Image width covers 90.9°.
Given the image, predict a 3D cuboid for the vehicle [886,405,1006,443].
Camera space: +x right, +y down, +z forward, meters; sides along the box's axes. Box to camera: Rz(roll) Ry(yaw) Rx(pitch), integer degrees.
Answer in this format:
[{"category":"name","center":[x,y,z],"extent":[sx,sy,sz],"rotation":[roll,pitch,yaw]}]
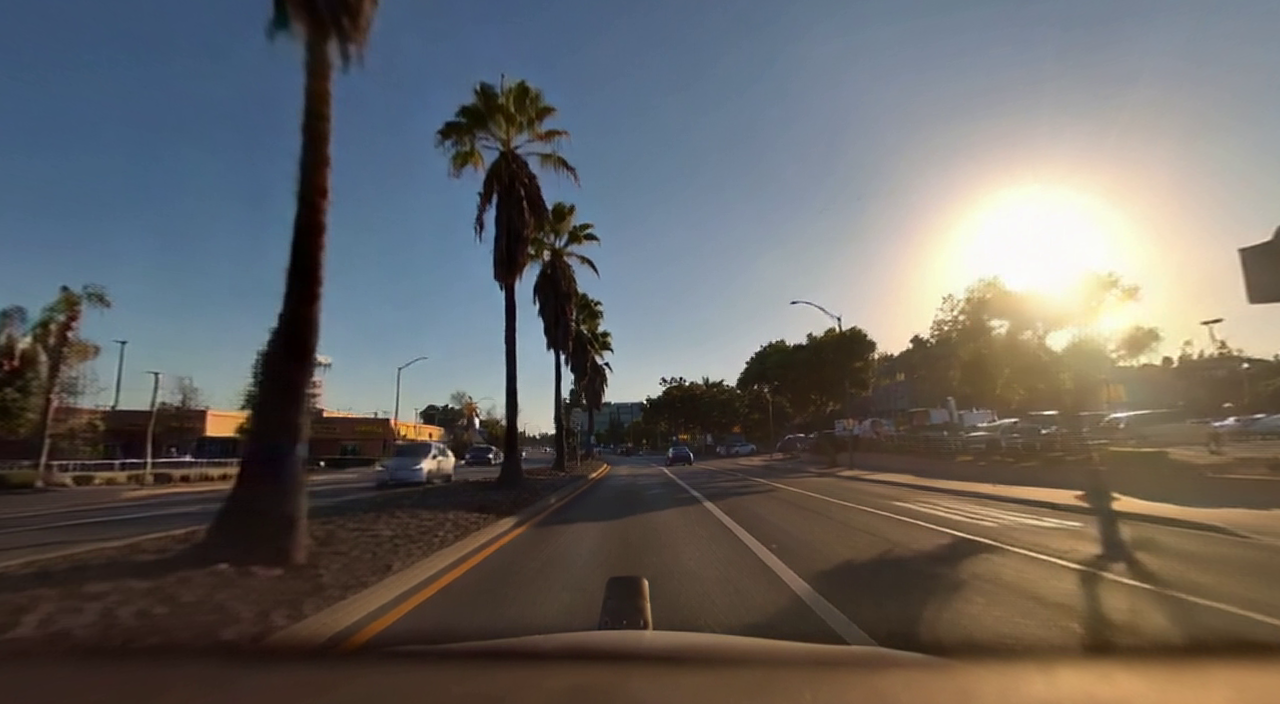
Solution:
[{"category":"vehicle","center":[18.003,4.304,37.282],"extent":[5.817,1.906,2.230],"rotation":[-1,-12,0]}]

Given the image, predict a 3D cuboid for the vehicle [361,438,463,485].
[{"category":"vehicle","center":[-9.210,4.452,26.044],"extent":[2.361,1.733,5.099],"rotation":[0,-8,-1]}]

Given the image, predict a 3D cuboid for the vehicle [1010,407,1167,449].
[{"category":"vehicle","center":[18.417,3.174,26.118],"extent":[4.649,1.662,2.349],"rotation":[0,-8,1]}]
